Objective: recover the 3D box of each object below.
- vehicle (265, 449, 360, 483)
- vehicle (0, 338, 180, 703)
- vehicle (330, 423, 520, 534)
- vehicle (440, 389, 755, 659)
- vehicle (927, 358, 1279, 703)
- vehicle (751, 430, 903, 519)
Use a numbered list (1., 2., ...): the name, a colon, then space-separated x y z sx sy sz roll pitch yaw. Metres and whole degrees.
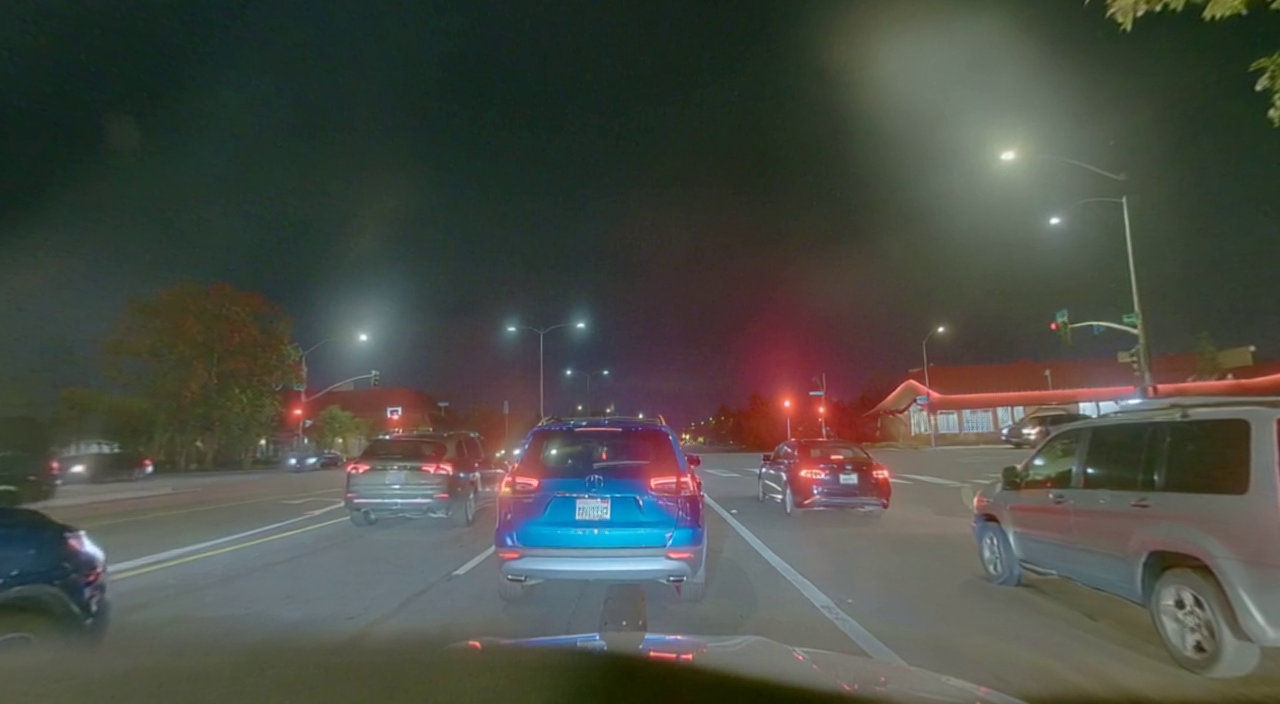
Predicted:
1. vehicle: -15.572 5.432 30.306 1.989 1.461 4.615 0 -8 2
2. vehicle: -3.467 0.617 0.979 2.047 1.741 4.470 0 -8 1
3. vehicle: -3.767 2.290 12.039 2.012 1.701 4.316 0 -8 1
4. vehicle: -0.167 1.397 6.158 2.022 1.700 4.084 0 -8 3
5. vehicle: 4.152 1.194 4.852 2.014 1.740 4.515 -1 -8 4
6. vehicle: 3.637 2.440 13.053 1.847 1.554 3.885 0 -8 -2
